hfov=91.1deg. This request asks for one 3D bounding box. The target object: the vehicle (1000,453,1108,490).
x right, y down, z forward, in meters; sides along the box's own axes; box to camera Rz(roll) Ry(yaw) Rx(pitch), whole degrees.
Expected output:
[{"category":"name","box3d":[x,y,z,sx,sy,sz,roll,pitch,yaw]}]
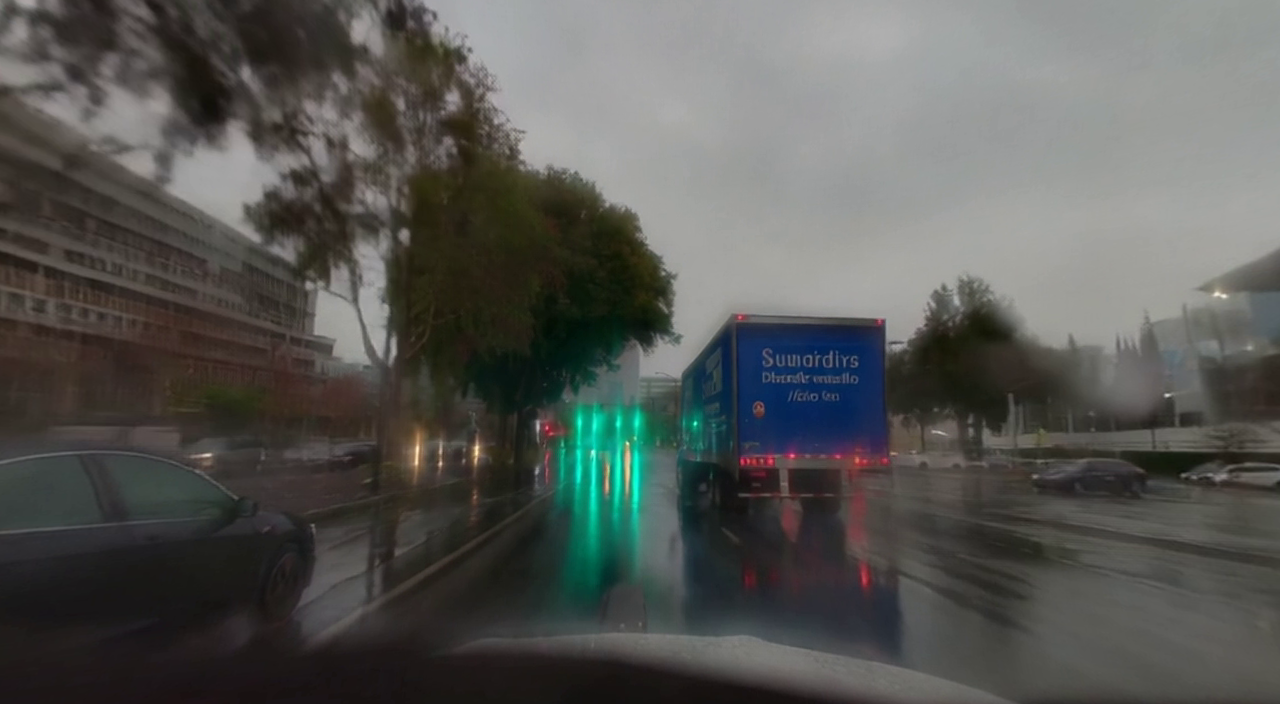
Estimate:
[{"category":"vehicle","box3d":[19.647,5.606,29.761,4.581,1.612,2.083,4,-9,-25]}]

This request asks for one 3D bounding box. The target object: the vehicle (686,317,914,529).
[{"category":"vehicle","box3d":[3.050,1.813,15.075,2.905,3.644,8.441,0,-9,-2]}]

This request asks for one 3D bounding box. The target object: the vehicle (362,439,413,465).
[{"category":"vehicle","box3d":[-17.797,7.053,44.477,2.004,1.728,4.714,1,-9,-5]}]

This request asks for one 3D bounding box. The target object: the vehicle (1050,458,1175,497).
[{"category":"vehicle","box3d":[20.515,5.406,27.270,4.684,1.477,2.079,3,-9,-21]}]

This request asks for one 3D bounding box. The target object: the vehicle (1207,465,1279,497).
[{"category":"vehicle","box3d":[35.042,7.308,35.845,4.494,1.612,2.043,4,-9,-22]}]

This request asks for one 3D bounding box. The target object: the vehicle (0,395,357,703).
[{"category":"vehicle","box3d":[-3.568,1.098,3.621,1.828,1.515,4.422,0,-9,0]}]

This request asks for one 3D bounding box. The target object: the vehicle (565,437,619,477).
[{"category":"vehicle","box3d":[-2.438,5.124,30.957,2.388,1.811,4.455,1,-9,-7]}]
